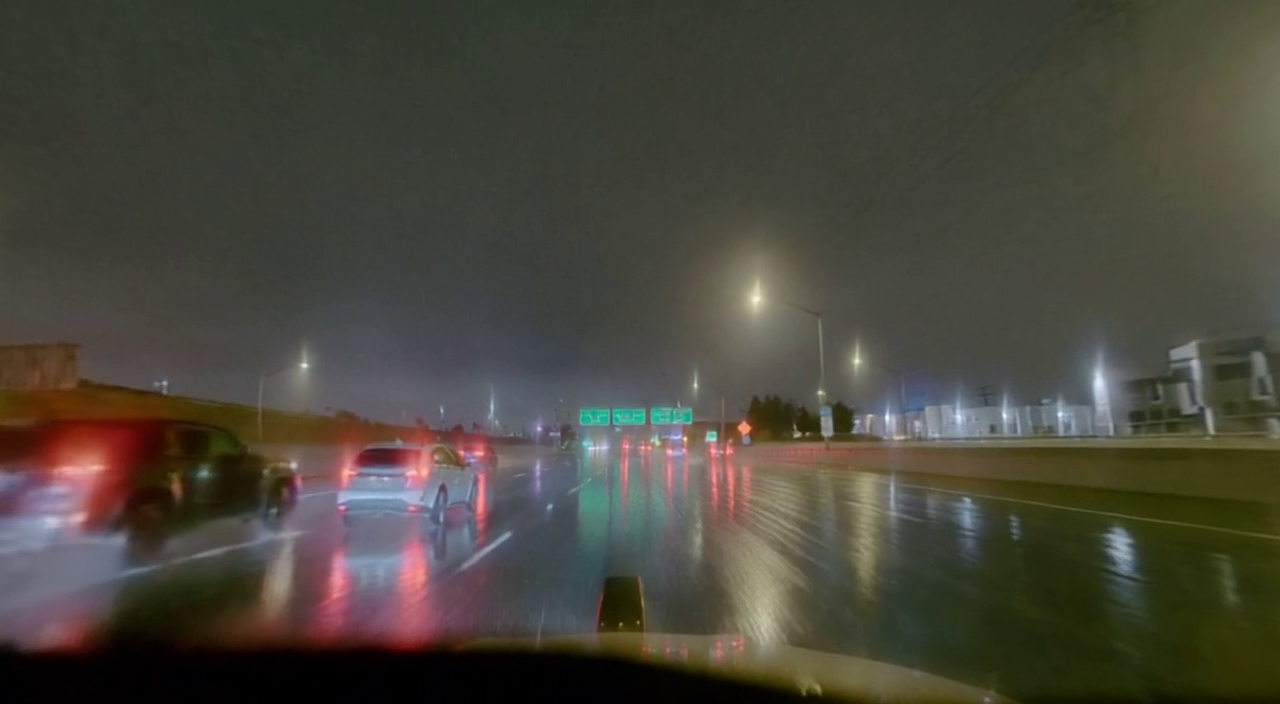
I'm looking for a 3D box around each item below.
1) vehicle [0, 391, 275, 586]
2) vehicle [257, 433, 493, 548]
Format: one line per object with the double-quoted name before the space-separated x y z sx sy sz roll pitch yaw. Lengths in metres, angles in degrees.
"vehicle" -7.310 1.612 8.057 2.208 1.876 5.088 0 -8 0
"vehicle" -4.065 2.179 10.732 2.051 1.516 4.493 0 -8 0
